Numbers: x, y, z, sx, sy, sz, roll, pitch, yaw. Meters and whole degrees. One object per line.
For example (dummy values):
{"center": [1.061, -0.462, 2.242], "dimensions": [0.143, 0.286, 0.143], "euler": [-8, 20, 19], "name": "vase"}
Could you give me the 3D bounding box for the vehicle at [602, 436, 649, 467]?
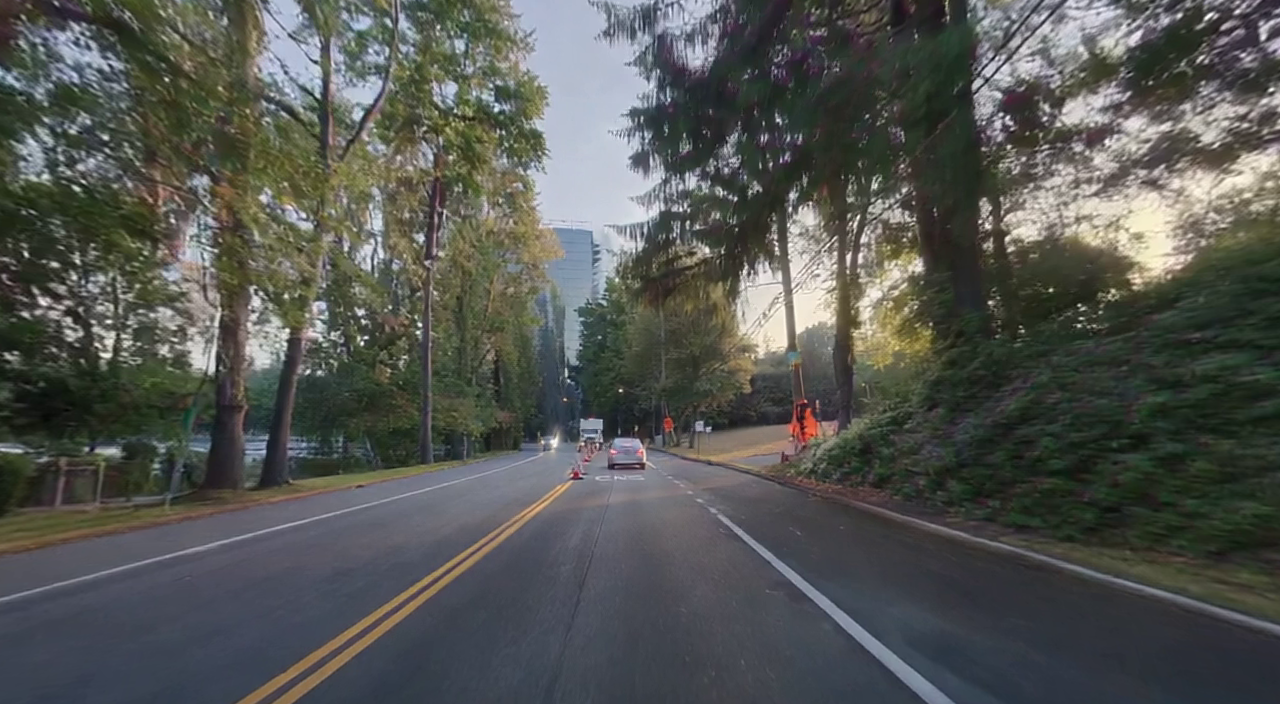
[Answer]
{"center": [-0.758, 5.022, 31.966], "dimensions": [2.186, 1.463, 4.356], "euler": [0, -8, -2], "name": "vehicle"}
